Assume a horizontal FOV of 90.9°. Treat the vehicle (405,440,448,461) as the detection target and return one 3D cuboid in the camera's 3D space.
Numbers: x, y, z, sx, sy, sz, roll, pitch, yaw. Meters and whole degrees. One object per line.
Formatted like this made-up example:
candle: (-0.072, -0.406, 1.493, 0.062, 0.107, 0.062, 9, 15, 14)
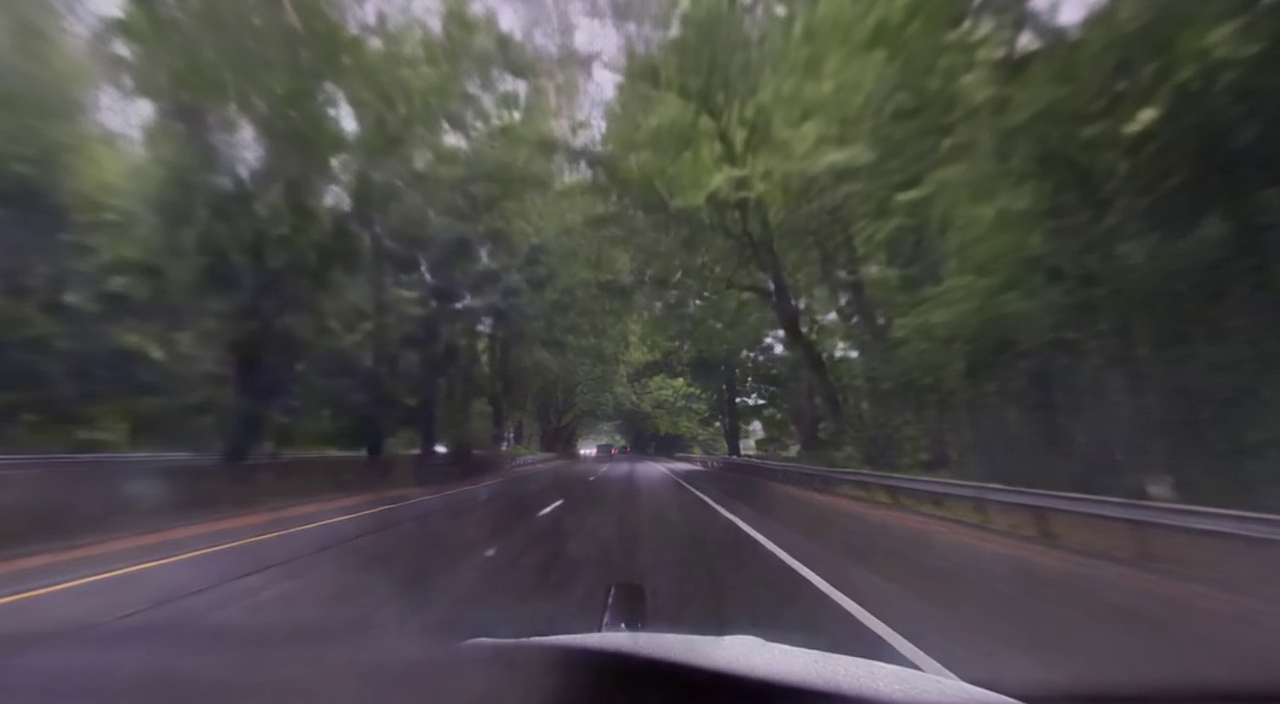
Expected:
vehicle: (-15.680, 7.220, 46.400, 1.781, 1.458, 3.767, 0, -9, 1)
